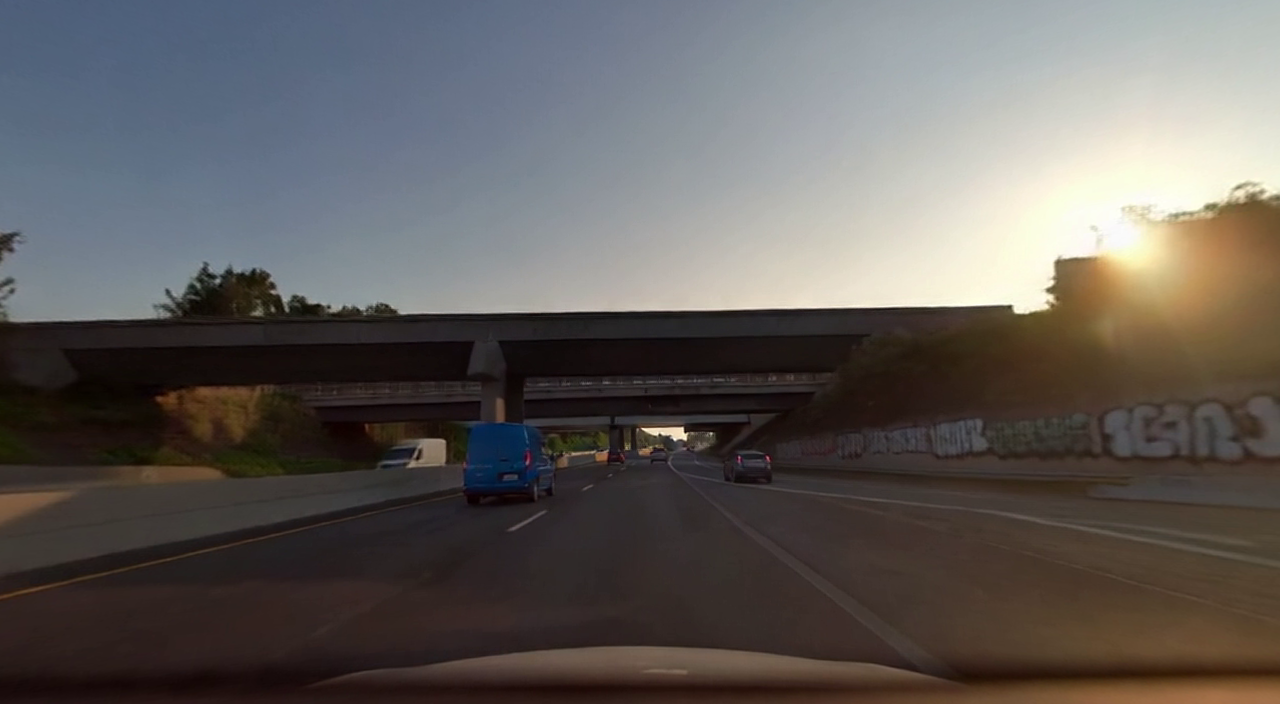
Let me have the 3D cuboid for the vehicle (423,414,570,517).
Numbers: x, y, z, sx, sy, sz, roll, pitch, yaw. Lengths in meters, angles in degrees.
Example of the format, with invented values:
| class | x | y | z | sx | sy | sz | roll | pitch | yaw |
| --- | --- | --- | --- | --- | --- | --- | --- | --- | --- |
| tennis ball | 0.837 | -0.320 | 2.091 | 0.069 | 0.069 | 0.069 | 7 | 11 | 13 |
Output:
| class | x | y | z | sx | sy | sz | roll | pitch | yaw |
| --- | --- | --- | --- | --- | --- | --- | --- | --- | --- |
| vehicle | -3.142 | 2.654 | 15.176 | 2.310 | 2.030 | 5.094 | 0 | -9 | 0 |

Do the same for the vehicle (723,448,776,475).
| class | x | y | z | sx | sy | sz | roll | pitch | yaw |
| --- | --- | --- | --- | --- | --- | --- | --- | --- | --- |
| vehicle | 6.552 | 6.609 | 38.221 | 1.972 | 1.492 | 4.623 | 1 | -9 | -5 |

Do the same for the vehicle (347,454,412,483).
| class | x | y | z | sx | sy | sz | roll | pitch | yaw |
| --- | --- | --- | --- | --- | --- | --- | --- | --- | --- |
| vehicle | -16.051 | 7.159 | 39.132 | 1.960 | 1.632 | 4.602 | 0 | -9 | 1 |
